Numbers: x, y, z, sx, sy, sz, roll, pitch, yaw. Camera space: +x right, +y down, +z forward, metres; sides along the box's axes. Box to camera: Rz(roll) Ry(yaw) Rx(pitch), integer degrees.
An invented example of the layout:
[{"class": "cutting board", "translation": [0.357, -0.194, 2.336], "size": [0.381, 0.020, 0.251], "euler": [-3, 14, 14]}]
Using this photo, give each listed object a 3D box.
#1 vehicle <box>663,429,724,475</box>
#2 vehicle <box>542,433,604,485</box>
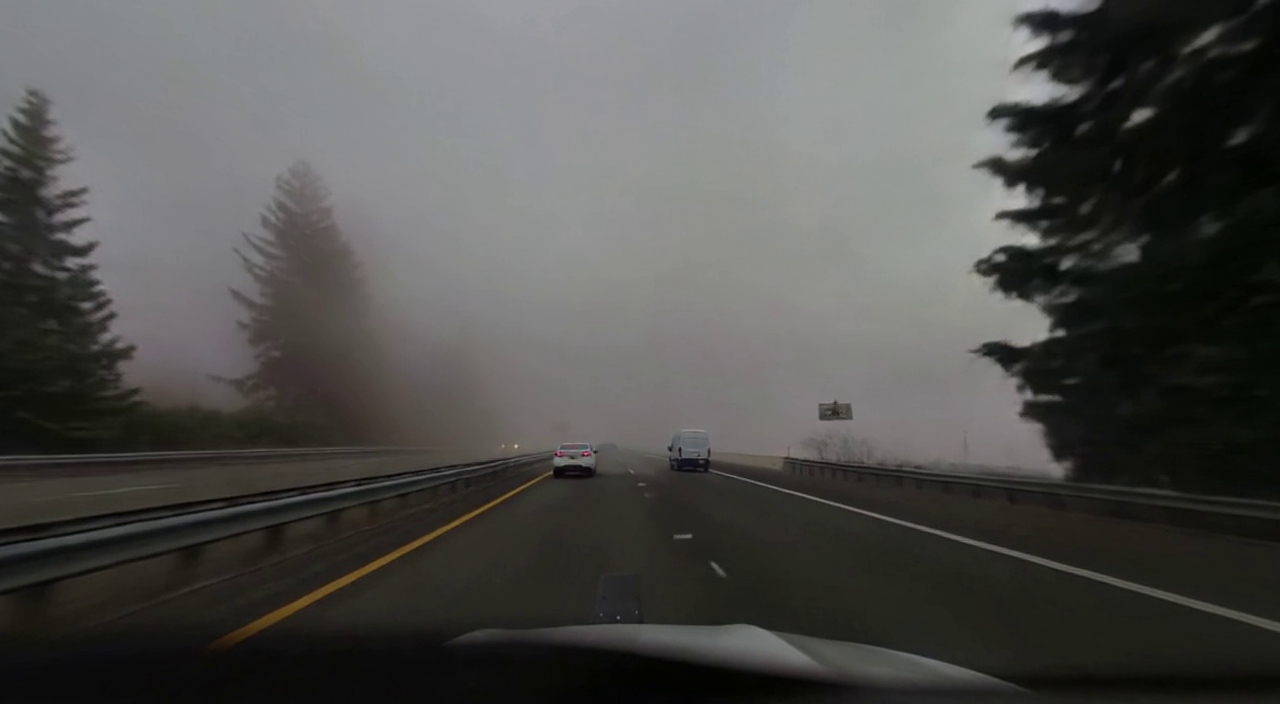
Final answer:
[{"class": "vehicle", "translation": [2.395, 4.669, 29.306], "size": [2.179, 1.930, 4.538], "euler": [0, -9, -3]}, {"class": "vehicle", "translation": [-2.373, 3.892, 23.112], "size": [1.963, 1.711, 4.284], "euler": [0, -9, -2]}]
